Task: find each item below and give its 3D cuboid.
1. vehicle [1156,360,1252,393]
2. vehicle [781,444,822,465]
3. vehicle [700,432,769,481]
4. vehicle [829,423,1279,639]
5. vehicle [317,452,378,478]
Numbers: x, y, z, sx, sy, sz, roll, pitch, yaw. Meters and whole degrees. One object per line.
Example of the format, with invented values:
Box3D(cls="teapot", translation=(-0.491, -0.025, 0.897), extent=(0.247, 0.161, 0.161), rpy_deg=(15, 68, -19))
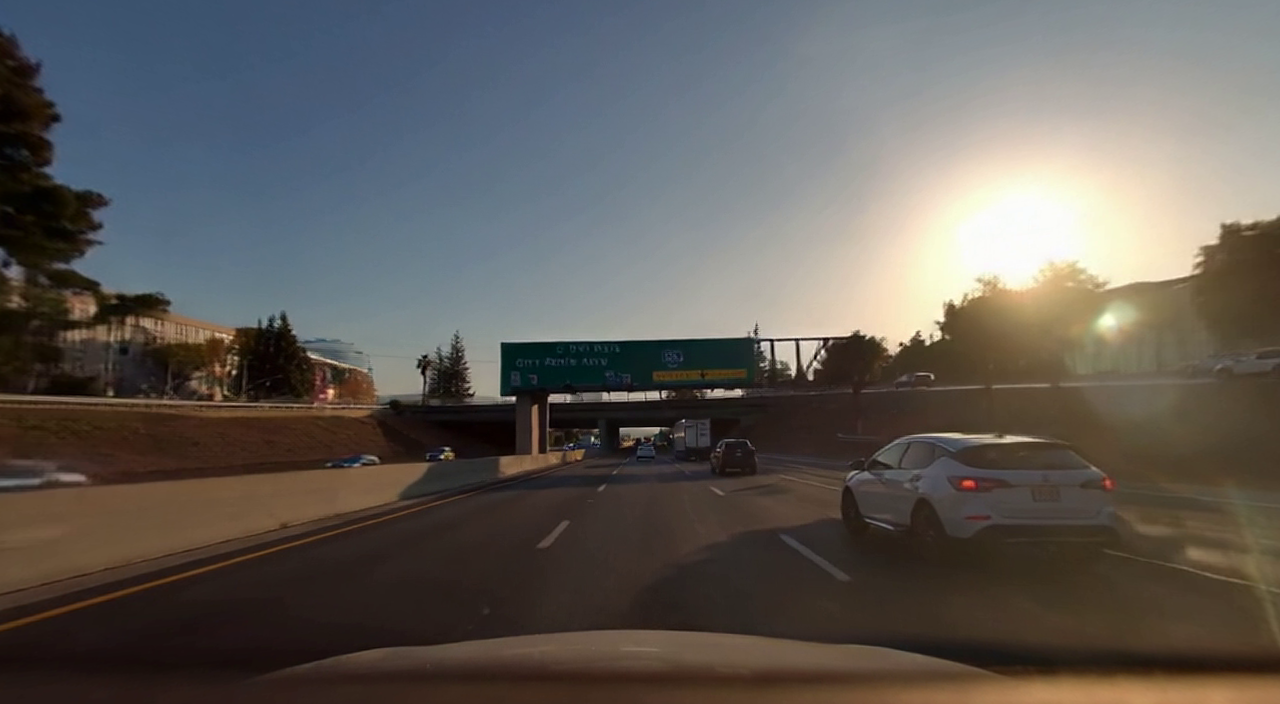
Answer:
Box3D(cls="vehicle", translation=(37.247, 1.674, 41.848), extent=(2.024, 1.757, 4.696), rpy_deg=(0, -8, 0))
Box3D(cls="vehicle", translation=(11.697, 7.446, 45.943), extent=(1.926, 1.451, 3.936), rpy_deg=(0, -8, -1))
Box3D(cls="vehicle", translation=(3.851, 4.344, 26.534), extent=(2.086, 1.858, 4.737), rpy_deg=(0, -8, -1))
Box3D(cls="vehicle", translation=(3.632, 1.567, 6.659), extent=(1.902, 1.481, 4.451), rpy_deg=(0, -8, 0))
Box3D(cls="vehicle", translation=(-19.261, 7.434, 41.724), extent=(1.894, 1.499, 4.357), rpy_deg=(0, -8, 0))
